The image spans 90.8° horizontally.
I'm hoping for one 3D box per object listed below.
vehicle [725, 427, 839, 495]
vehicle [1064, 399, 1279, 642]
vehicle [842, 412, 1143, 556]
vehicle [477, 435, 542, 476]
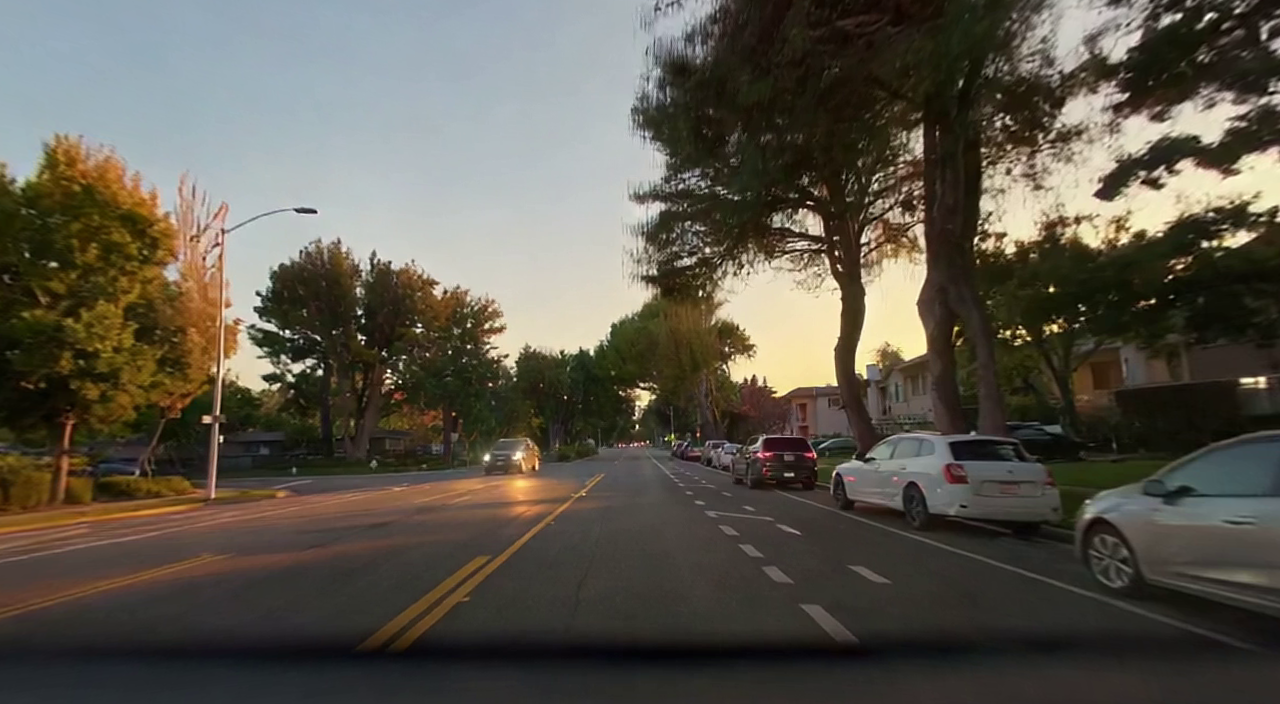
[{"bbox_3d":[4.022,3.185,18.807,2.272,1.744,4.324,0,-8,-2],"label":"vehicle"},{"bbox_3d":[5.299,1.072,3.798,1.893,1.628,5.026,0,-8,-1],"label":"vehicle"},{"bbox_3d":[5.119,1.972,10.195,2.039,1.752,4.686,0,-8,-1],"label":"vehicle"},{"bbox_3d":[-6.732,5.406,33.314,2.105,1.919,6.049,0,-8,0],"label":"vehicle"}]
